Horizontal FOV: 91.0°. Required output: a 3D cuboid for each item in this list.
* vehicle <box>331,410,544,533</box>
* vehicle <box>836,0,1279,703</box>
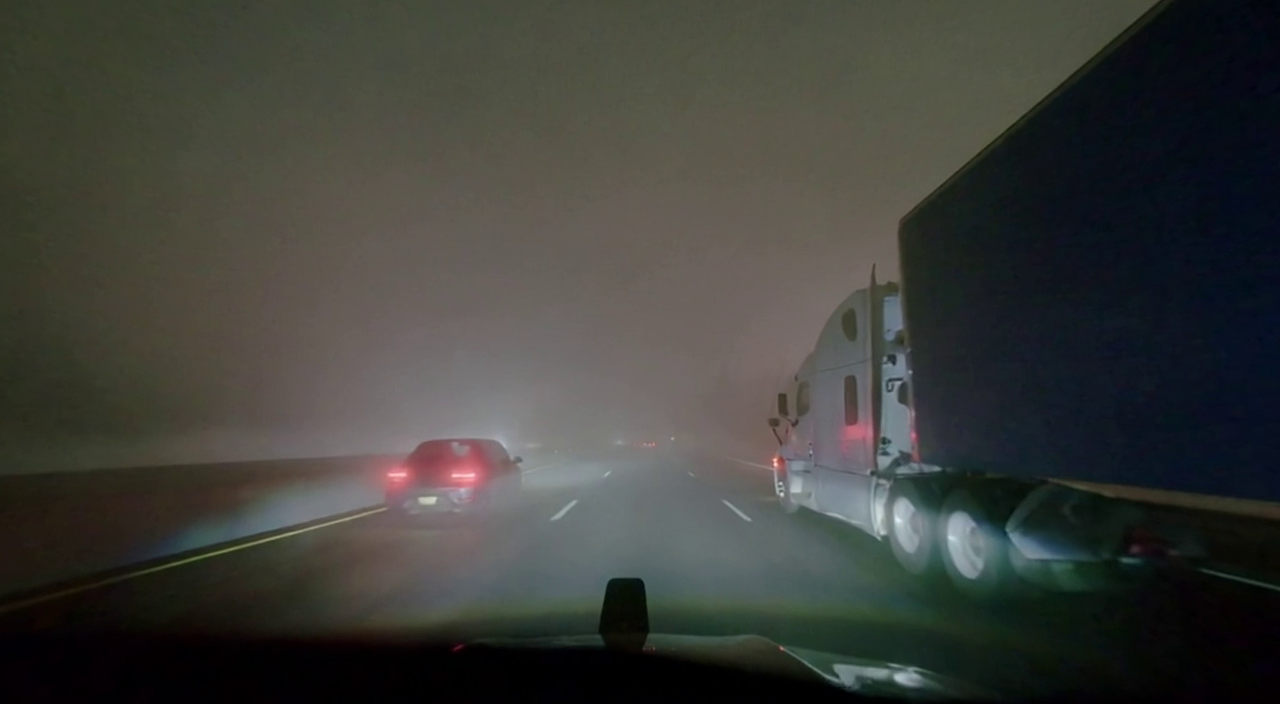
[{"bbox_3d":[-3.199,2.005,11.188,2.189,1.707,4.692,0,-8,0],"label":"vehicle"},{"bbox_3d":[3.938,-0.529,0.983,2.989,4.067,13.991,0,-8,1],"label":"vehicle"}]
